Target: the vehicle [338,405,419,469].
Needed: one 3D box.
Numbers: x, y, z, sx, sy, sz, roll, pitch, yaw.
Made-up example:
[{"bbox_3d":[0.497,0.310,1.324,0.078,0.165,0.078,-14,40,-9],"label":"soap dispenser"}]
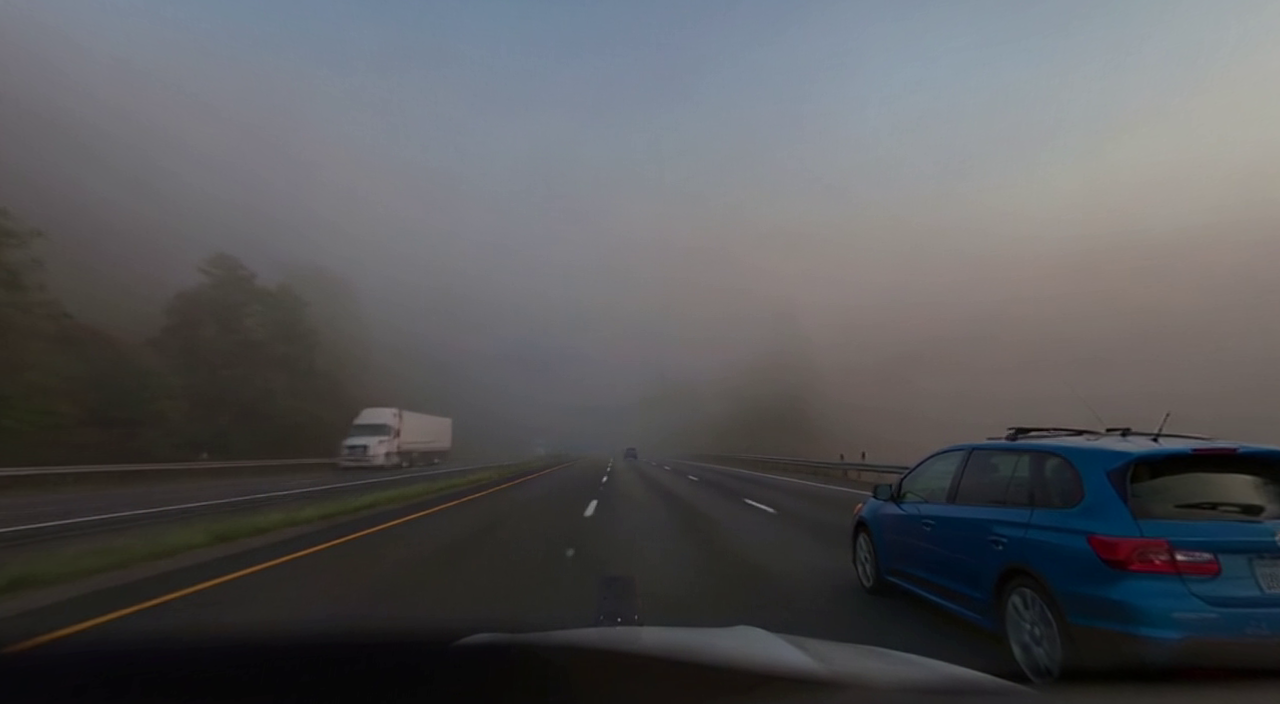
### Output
[{"bbox_3d":[-17.324,5.752,42.160,2.993,3.952,5.880,0,-9,-2],"label":"vehicle"}]
